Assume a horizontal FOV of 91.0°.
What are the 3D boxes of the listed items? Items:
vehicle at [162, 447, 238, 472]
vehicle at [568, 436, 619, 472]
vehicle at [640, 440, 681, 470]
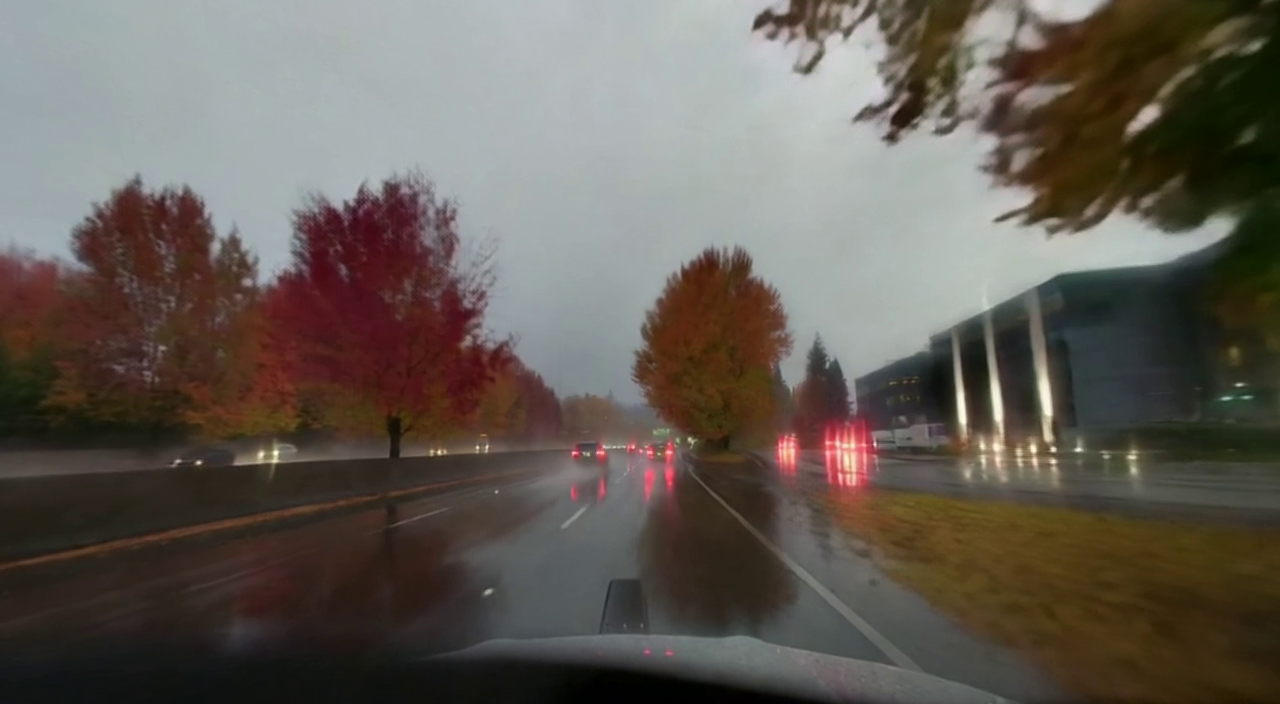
[{"bbox_3d":[-33.202,8.072,47.679,1.982,1.759,4.837,-1,-8,3],"label":"vehicle"},{"bbox_3d":[-2.313,5.215,32.282,2.197,1.709,4.069,0,-8,1],"label":"vehicle"},{"bbox_3d":[1.089,5.412,33.331,2.040,1.493,3.682,0,-8,1],"label":"vehicle"}]
